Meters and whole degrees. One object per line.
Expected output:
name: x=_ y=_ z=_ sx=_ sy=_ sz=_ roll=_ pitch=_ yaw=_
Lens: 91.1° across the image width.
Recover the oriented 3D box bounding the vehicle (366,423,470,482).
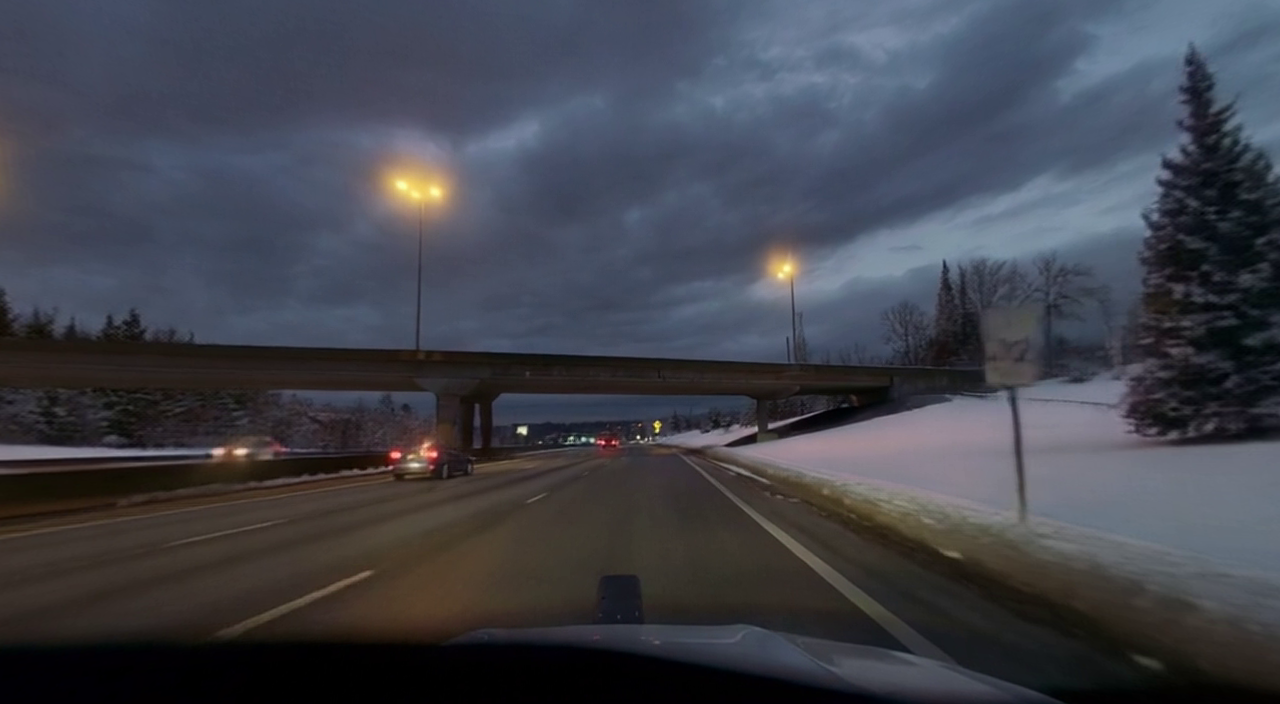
vehicle: x=-7.786 y=3.559 z=22.593 sx=1.956 sy=1.888 sz=4.512 roll=0 pitch=-8 yaw=2
